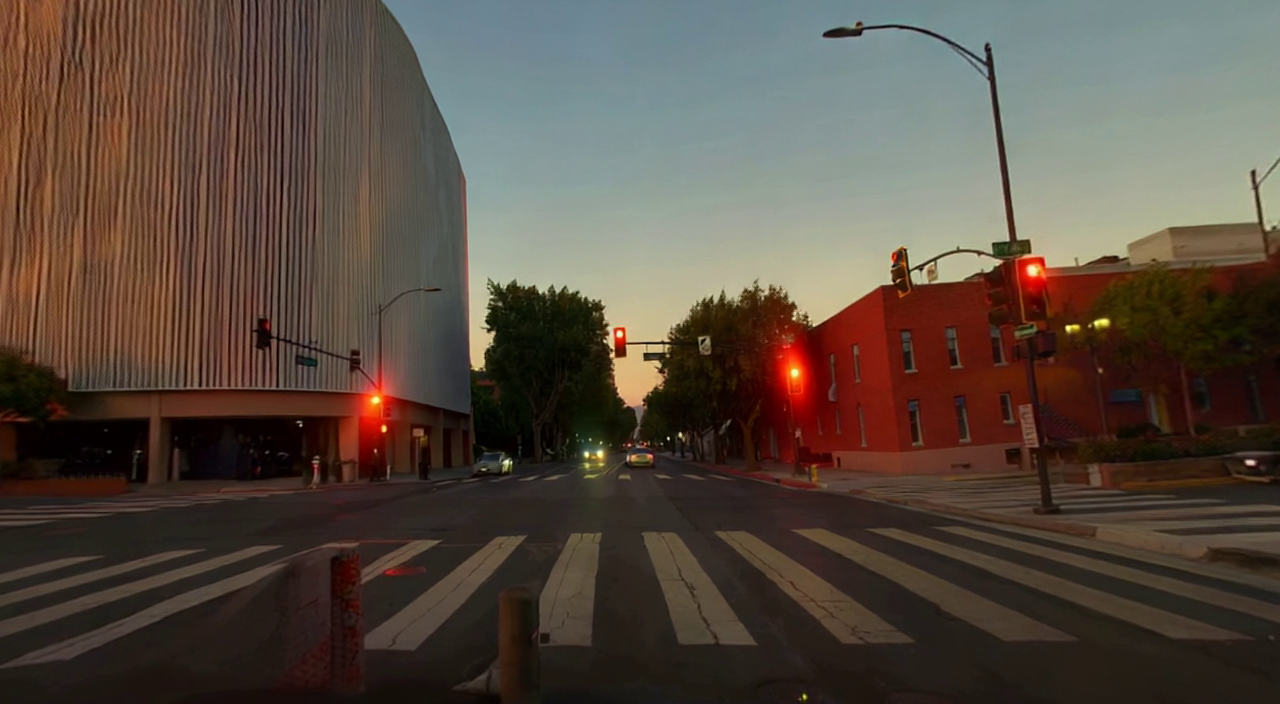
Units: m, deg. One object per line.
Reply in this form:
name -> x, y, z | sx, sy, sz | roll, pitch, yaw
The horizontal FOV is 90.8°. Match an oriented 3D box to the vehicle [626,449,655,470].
vehicle -> -0.022, 8.247, 48.788 | 2.088, 1.452, 4.833 | 0, -8, -2
